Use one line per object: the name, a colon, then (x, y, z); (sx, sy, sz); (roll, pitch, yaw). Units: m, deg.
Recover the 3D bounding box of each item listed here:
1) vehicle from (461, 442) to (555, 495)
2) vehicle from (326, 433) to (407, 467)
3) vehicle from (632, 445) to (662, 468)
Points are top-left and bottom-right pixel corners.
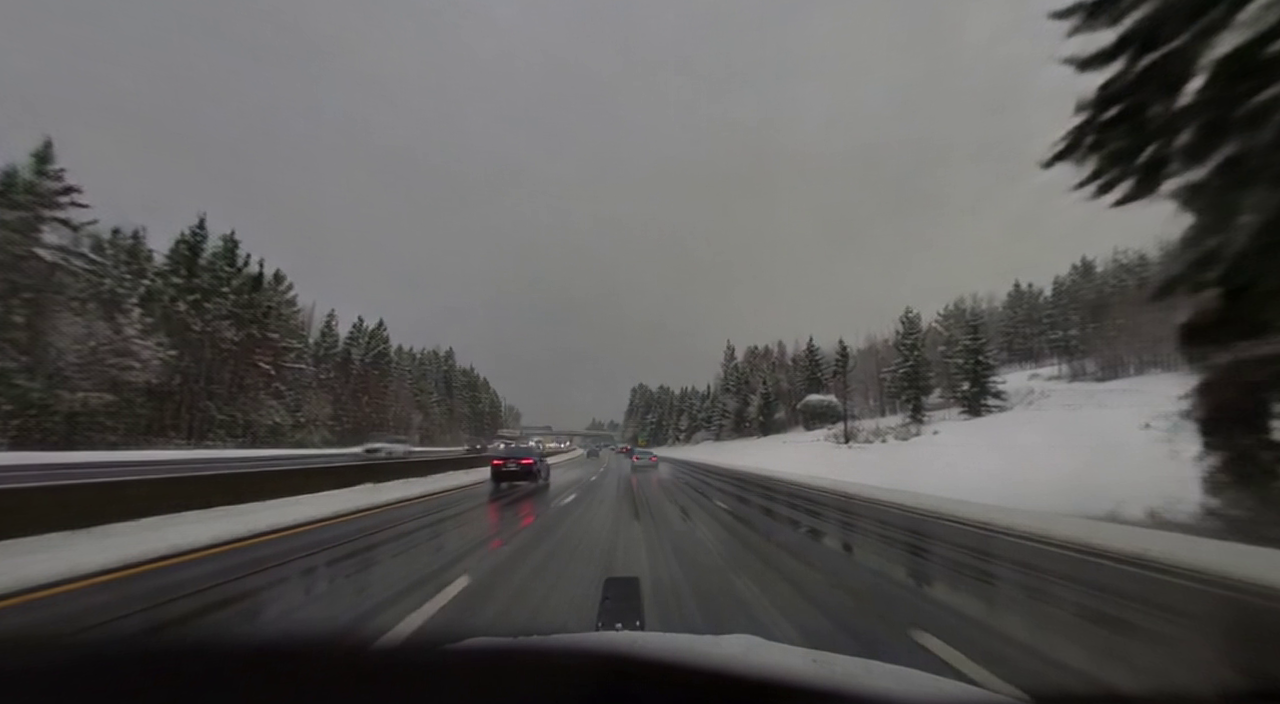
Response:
vehicle: (-4.079, 3.661, 20.266); (2.054, 1.500, 4.469); (0, -9, 0)
vehicle: (-13.094, 4.720, 30.574); (1.932, 1.497, 4.570); (0, -9, -1)
vehicle: (0.477, 7.435, 45.003); (2.008, 1.499, 3.192); (0, -9, -2)
